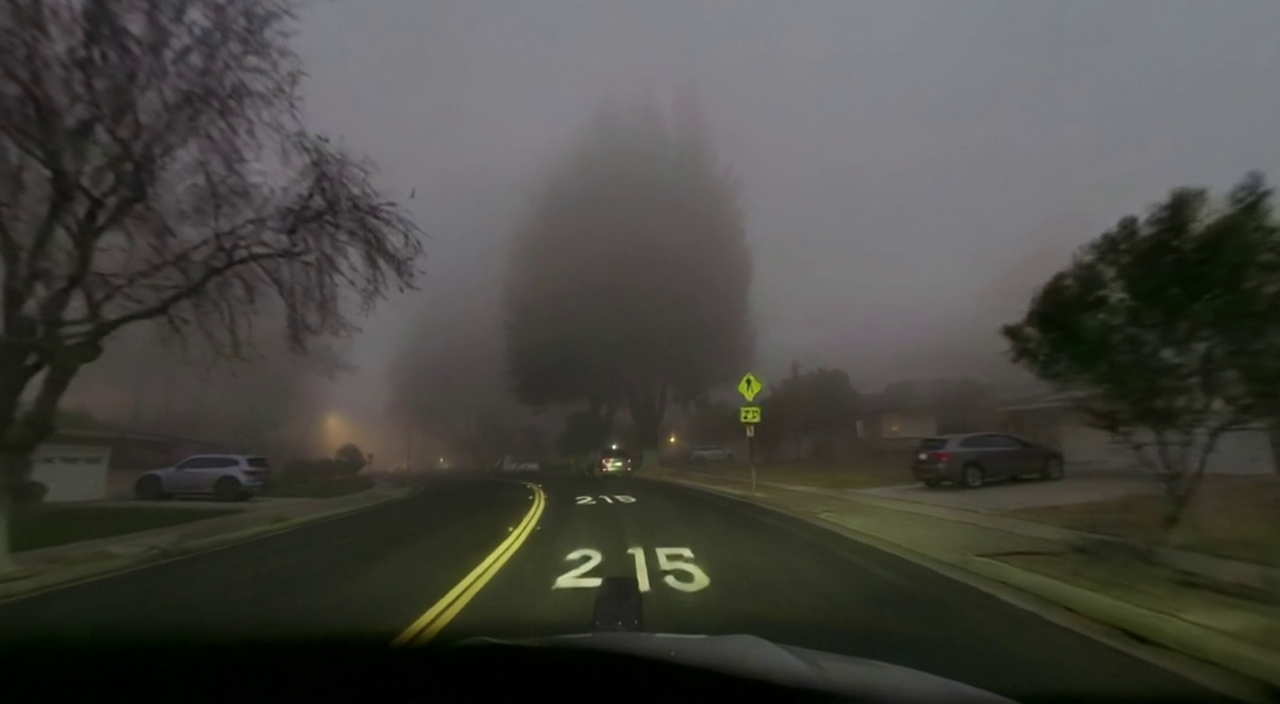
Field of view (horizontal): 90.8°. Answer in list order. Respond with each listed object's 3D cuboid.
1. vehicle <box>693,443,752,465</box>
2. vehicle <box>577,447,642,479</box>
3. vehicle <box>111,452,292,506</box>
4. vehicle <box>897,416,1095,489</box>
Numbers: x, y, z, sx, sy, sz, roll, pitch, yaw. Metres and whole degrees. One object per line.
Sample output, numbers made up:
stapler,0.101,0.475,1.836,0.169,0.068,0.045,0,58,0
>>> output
vehicle,6.072,7.468,46.468,4.253,1.458,1.900,6,-11,-40
vehicle,-1.702,5.778,33.125,2.181,1.494,5.023,2,-9,-17
vehicle,-14.676,4.251,21.515,4.664,1.580,1.973,3,-9,-22
vehicle,9.312,2.612,16.616,4.284,1.522,1.893,-1,-8,-16
